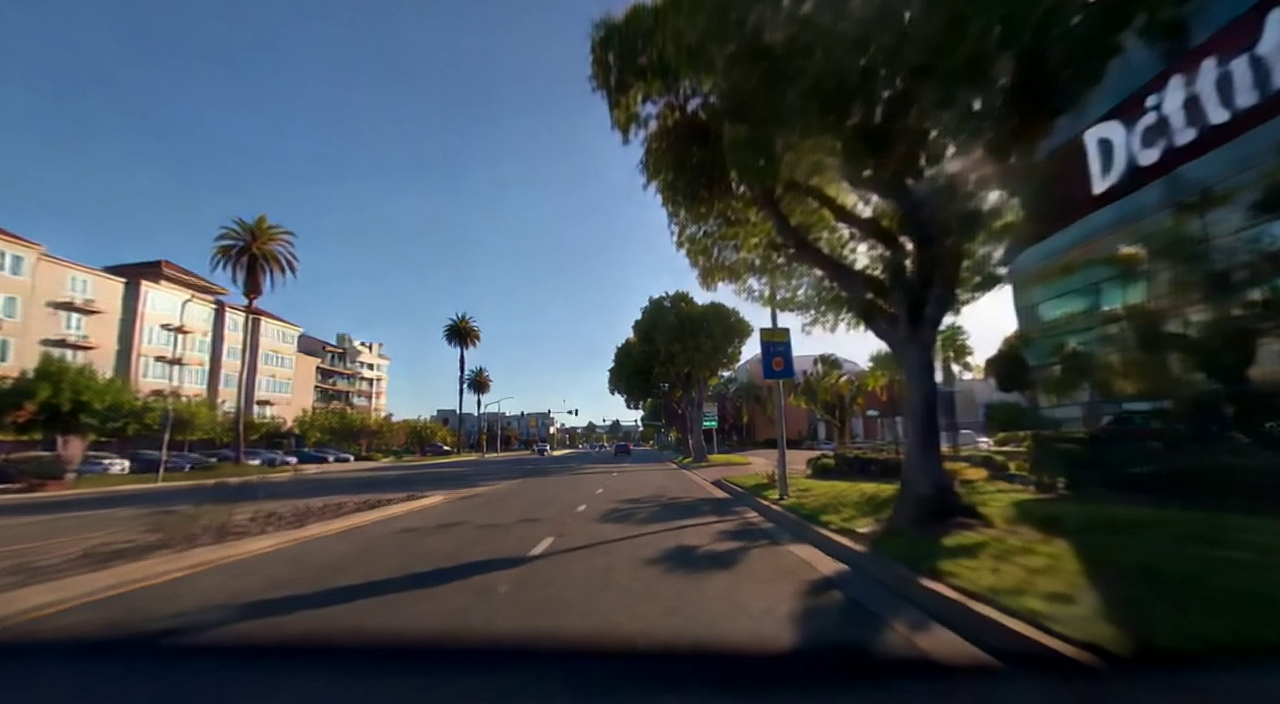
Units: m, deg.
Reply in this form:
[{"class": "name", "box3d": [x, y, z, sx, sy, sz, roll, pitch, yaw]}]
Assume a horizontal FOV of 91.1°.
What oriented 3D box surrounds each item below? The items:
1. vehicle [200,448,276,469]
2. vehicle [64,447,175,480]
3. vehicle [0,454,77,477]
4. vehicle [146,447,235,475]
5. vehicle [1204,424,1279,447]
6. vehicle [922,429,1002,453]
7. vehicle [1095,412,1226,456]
[{"class": "vehicle", "box3d": [-29.813, 7.910, 46.624, 4.310, 1.533, 1.917, 0, -8, 2]}, {"class": "vehicle", "box3d": [-29.586, 6.356, 35.812, 4.293, 1.529, 2.347, -4, -9, 0]}, {"class": "vehicle", "box3d": [-42.855, 7.975, 44.263, 4.490, 1.495, 1.922, 0, -8, 2]}, {"class": "vehicle", "box3d": [-29.456, 7.155, 41.229, 4.463, 1.497, 1.889, -4, -9, 0]}, {"class": "vehicle", "box3d": [45.325, 6.210, 46.620, 4.663, 1.553, 2.272, -1, -9, -1]}, {"class": "vehicle", "box3d": [25.226, 7.014, 49.356, 5.117, 1.813, 2.052, 0, -8, 0]}, {"class": "vehicle", "box3d": [31.552, 4.997, 38.223, 5.779, 2.547, 2.437, 0, -8, -2]}]
